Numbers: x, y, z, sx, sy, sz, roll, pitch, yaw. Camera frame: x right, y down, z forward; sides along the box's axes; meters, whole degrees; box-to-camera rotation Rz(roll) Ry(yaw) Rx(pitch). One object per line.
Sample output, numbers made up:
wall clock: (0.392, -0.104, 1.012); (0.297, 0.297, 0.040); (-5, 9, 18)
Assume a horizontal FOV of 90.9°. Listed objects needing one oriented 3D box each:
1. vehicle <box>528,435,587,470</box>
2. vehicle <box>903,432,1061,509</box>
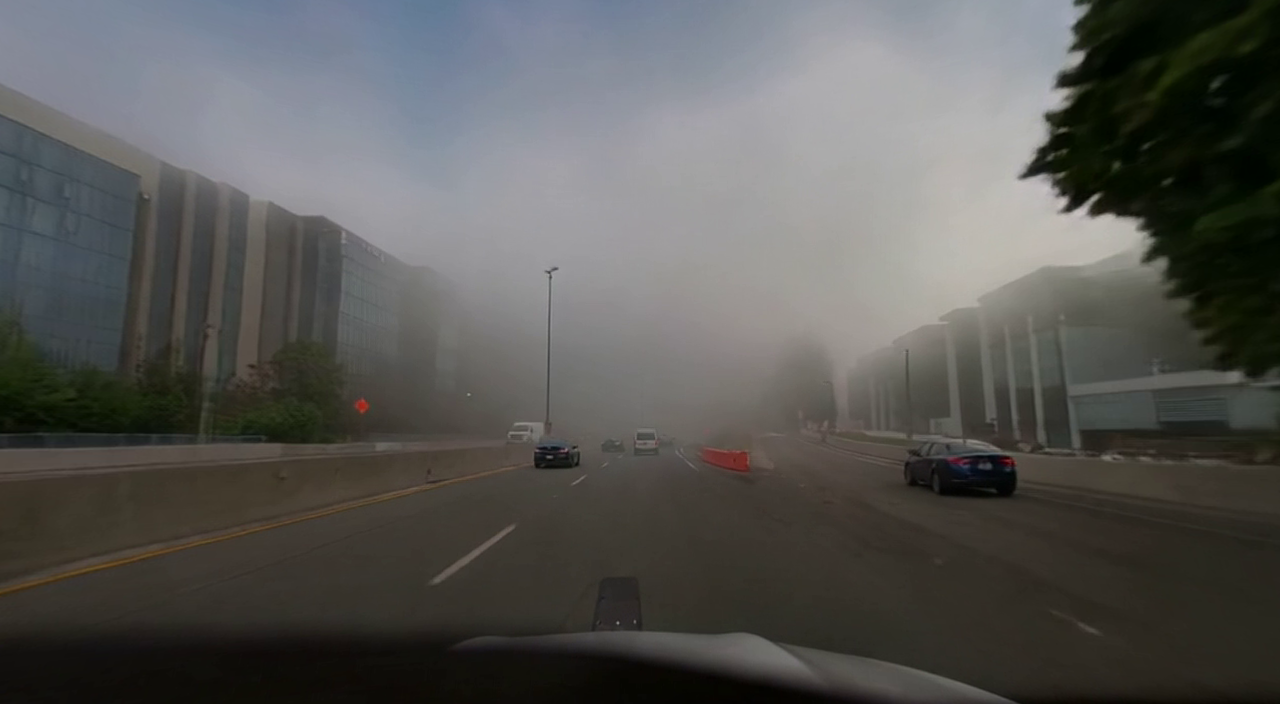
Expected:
vehicle: (-3.453, 4.263, 27.054); (1.848, 1.406, 4.013); (0, -8, 2)
vehicle: (7.608, 2.615, 14.474); (1.913, 1.499, 3.581); (-1, -8, 6)
